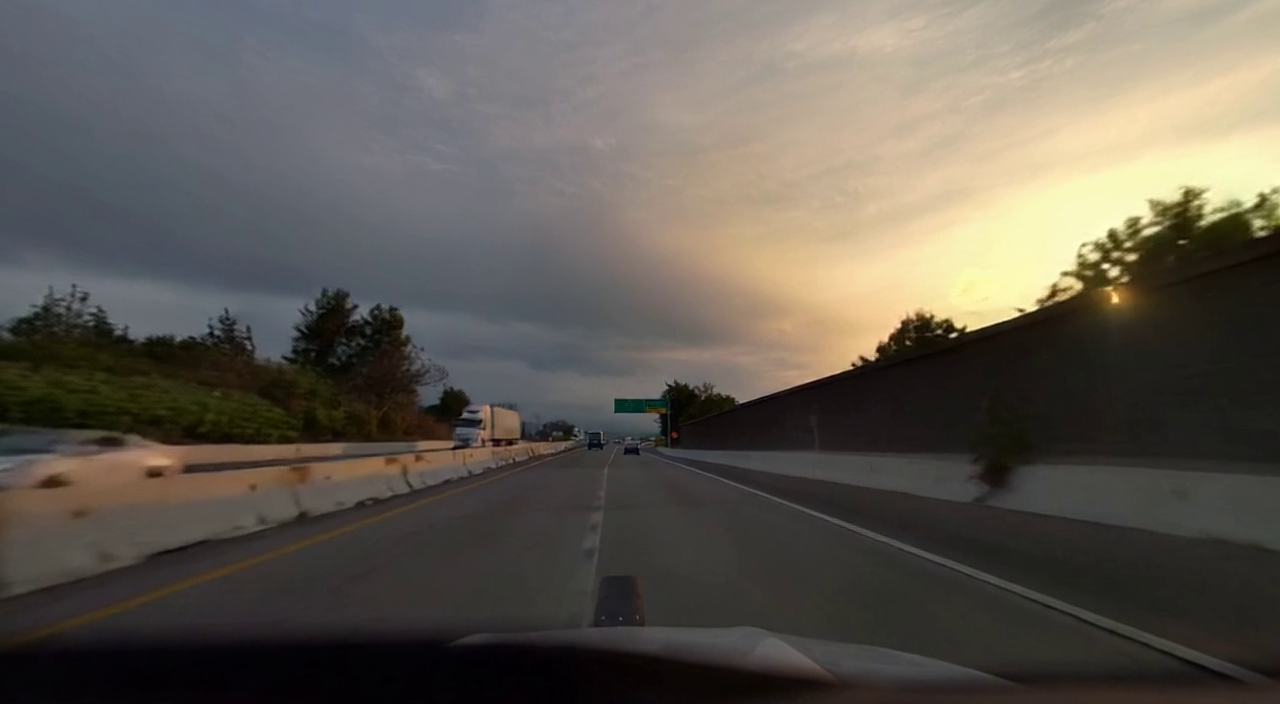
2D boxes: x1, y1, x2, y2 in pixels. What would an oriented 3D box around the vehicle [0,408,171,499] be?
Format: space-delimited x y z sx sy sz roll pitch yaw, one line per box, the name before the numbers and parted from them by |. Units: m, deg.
vehicle | -12.662 2.101 13.339 1.984 1.639 4.528 0 -8 -1
